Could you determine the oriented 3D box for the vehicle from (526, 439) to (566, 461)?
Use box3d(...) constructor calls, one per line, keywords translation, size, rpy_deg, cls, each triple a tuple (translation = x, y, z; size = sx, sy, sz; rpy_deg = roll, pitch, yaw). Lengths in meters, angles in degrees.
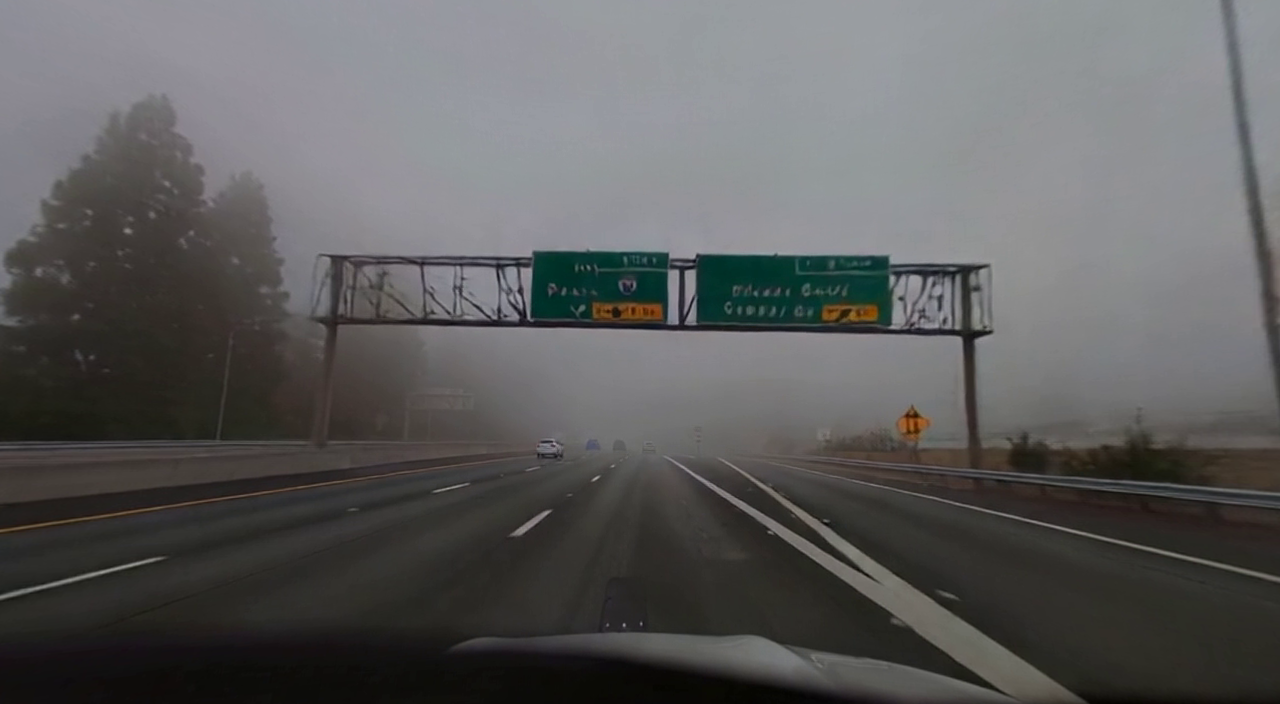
box3d(translation=(-6.775, 7.092, 45.854), size=(2.025, 1.494, 4.495), rpy_deg=(0, -8, 2), cls="vehicle")
